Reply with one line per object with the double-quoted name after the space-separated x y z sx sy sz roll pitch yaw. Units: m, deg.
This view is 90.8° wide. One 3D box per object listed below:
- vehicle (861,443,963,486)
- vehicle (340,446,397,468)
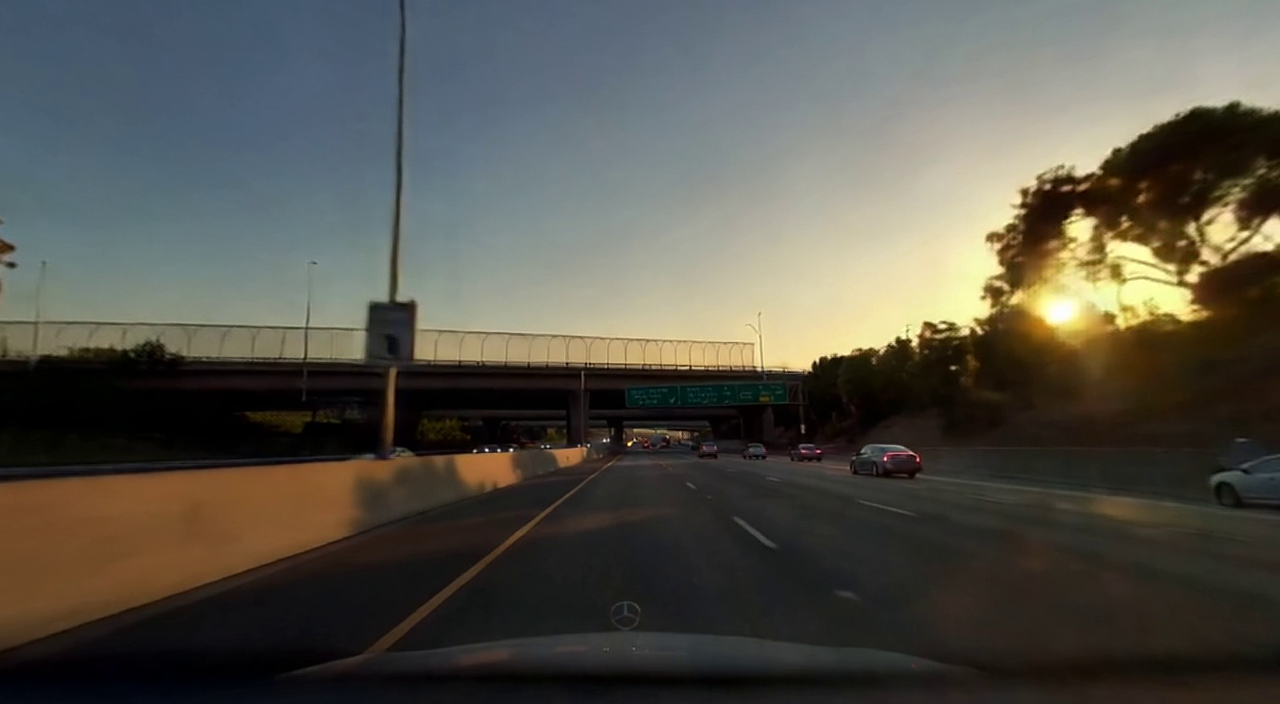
9.874 4.081 23.291 1.836 1.418 4.132 0 -9 -1 "vehicle"
-18.972 7.377 44.445 1.996 1.458 4.528 0 -9 0 "vehicle"
